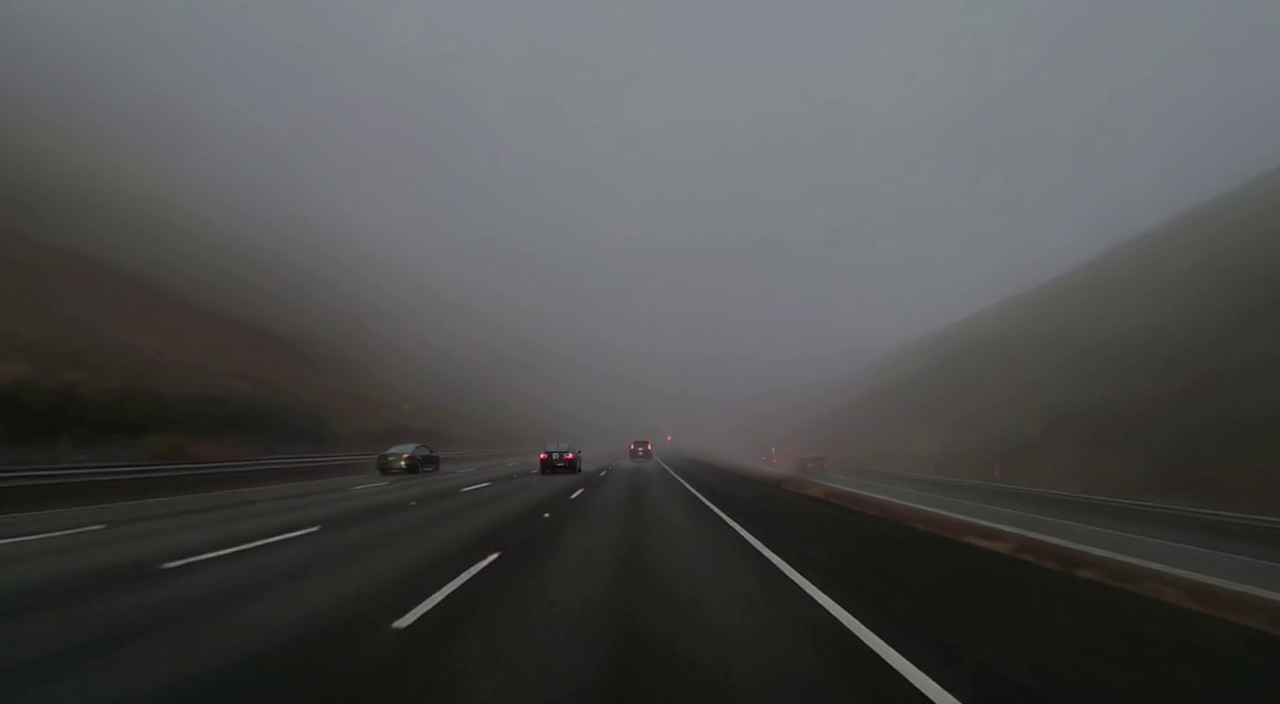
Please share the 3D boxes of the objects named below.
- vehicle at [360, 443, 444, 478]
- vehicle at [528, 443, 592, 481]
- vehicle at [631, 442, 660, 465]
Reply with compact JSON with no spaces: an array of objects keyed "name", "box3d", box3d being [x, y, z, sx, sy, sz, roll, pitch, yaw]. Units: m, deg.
[{"name":"vehicle","box3d":[-10.952,5.016,29.455,1.945,1.466,4.947,-1,-8,1]},{"name":"vehicle","box3d":[-3.352,4.719,27.448,2.080,1.505,4.649,-1,-8,1]},{"name":"vehicle","box3d":[0.433,7.680,47.929,2.138,1.674,4.044,-1,-8,1]}]
